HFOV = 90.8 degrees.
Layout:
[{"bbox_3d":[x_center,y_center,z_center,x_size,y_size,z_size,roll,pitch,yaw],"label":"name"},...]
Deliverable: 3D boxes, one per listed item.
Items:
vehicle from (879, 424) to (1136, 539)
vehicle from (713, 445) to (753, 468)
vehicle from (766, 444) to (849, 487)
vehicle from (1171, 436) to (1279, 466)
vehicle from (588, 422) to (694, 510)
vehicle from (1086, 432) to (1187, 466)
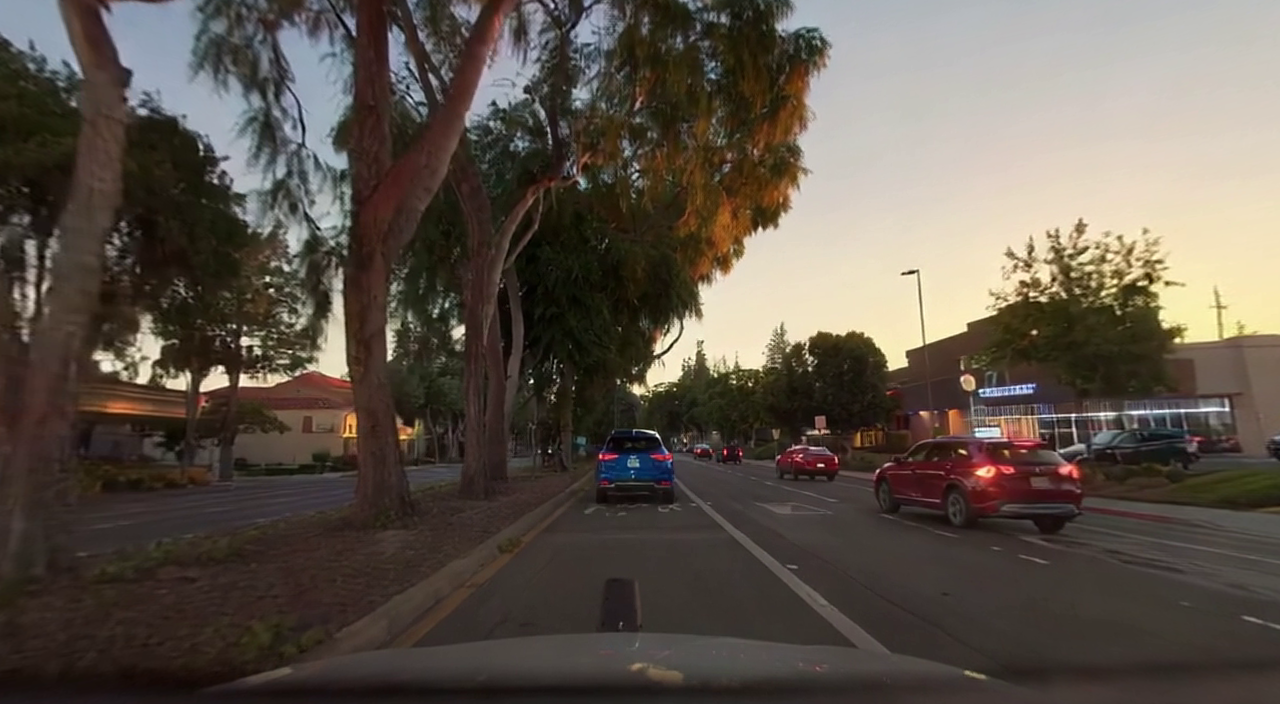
[{"bbox_3d":[6.373,2.279,11.754,2.056,1.703,4.428,0,-9,0],"label":"vehicle"},{"bbox_3d":[6.490,7.361,44.540,1.914,1.523,4.287,0,-9,-3],"label":"vehicle"},{"bbox_3d":[6.538,4.478,25.252,2.035,1.553,4.465,0,-9,-1],"label":"vehicle"},{"bbox_3d":[33.267,5.590,35.840,1.959,1.580,4.873,0,-9,0],"label":"vehicle"},{"bbox_3d":[0.009,2.797,15.908,2.320,1.880,4.192,0,-9,0],"label":"vehicle"},{"bbox_3d":[27.841,5.467,35.601,1.967,1.803,4.305,0,-9,-4],"label":"vehicle"}]
